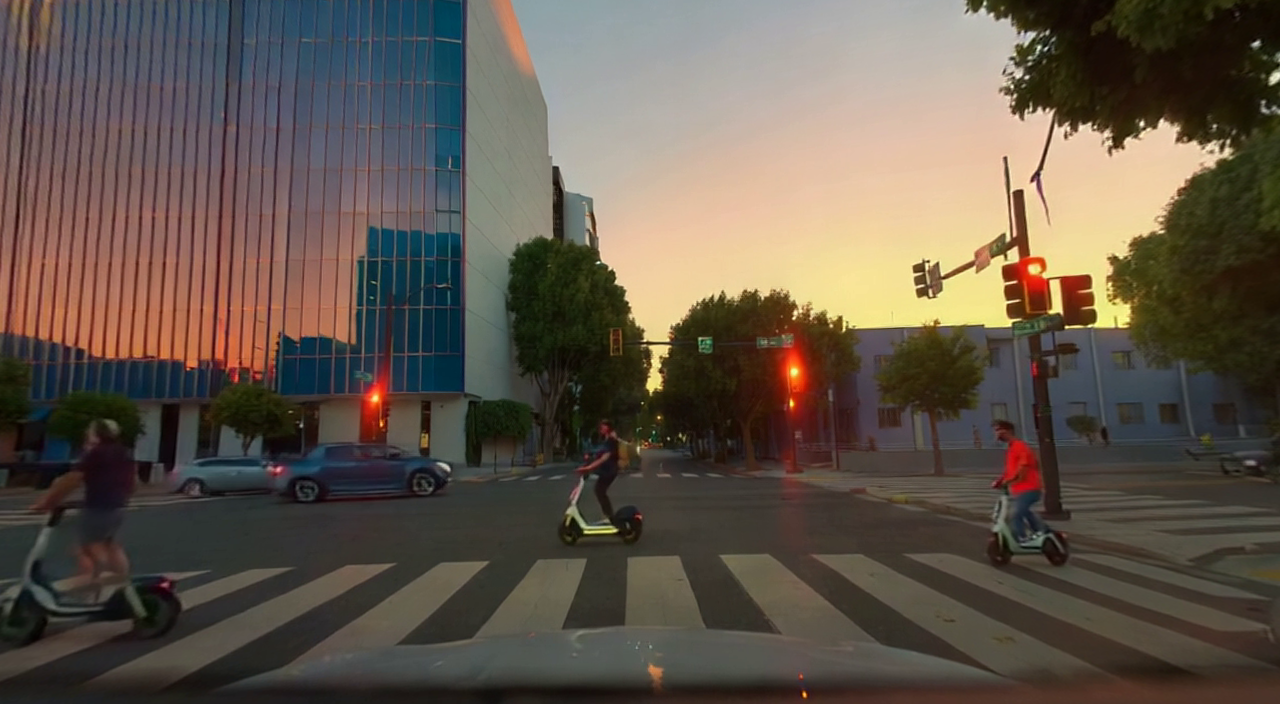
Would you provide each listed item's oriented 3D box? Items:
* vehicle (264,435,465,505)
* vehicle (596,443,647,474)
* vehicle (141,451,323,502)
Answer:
[{"bbox_3d":[-7.494,3.207,17.656,4.802,1.724,2.122,3,-9,-21],"label":"vehicle"},{"bbox_3d":[-0.980,6.080,36.379,2.051,1.616,4.641,-2,-9,10],"label":"vehicle"},{"bbox_3d":[-13.101,3.992,20.643,4.485,1.463,2.075,2,-9,-15],"label":"vehicle"}]
